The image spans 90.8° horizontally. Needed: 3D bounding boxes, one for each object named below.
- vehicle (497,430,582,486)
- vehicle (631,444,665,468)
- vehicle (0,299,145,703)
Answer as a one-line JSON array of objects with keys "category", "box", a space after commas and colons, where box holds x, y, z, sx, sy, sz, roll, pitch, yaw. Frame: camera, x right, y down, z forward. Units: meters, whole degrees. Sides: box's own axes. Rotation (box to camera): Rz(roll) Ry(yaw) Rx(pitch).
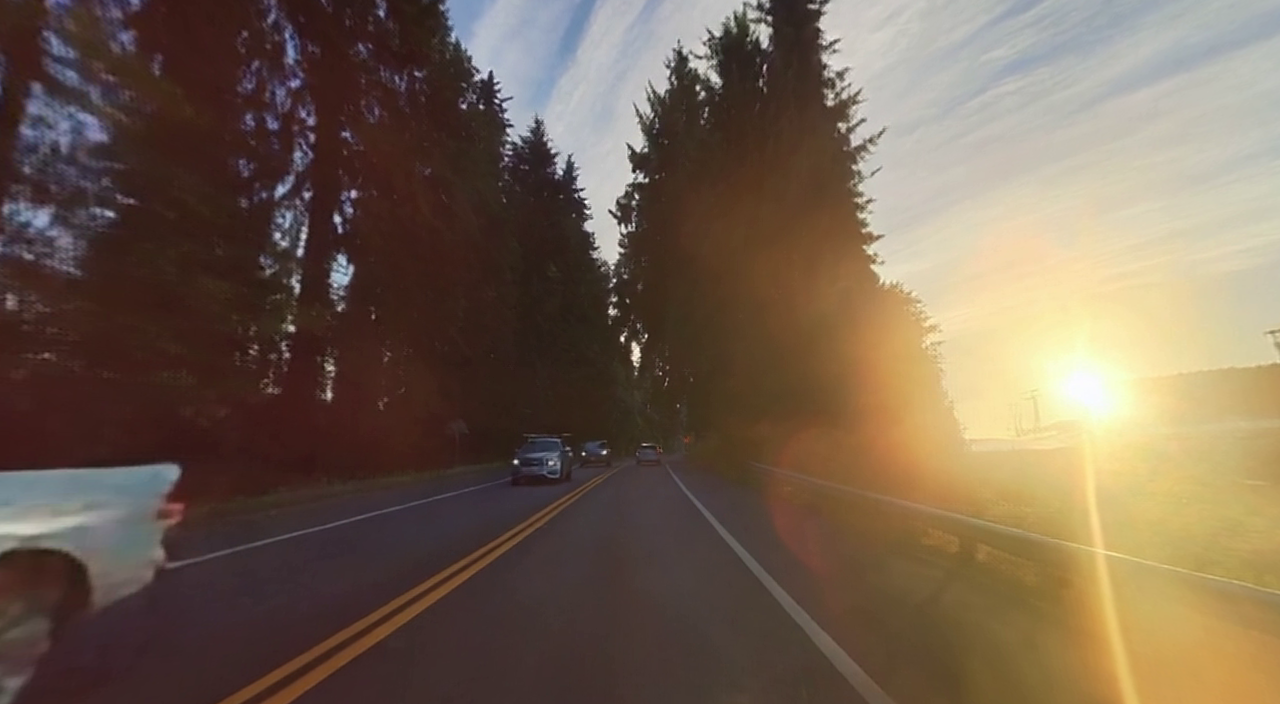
[{"category": "vehicle", "box": [-3.950, 4.347, 26.029, 2.461, 2.030, 5.478, -1, -9, 2]}, {"category": "vehicle", "box": [0.526, 6.772, 41.232, 2.067, 1.486, 3.861, -1, -9, 1]}, {"category": "vehicle", "box": [-4.689, 0.520, 1.335, 2.479, 2.208, 5.780, -1, -9, 1]}]
